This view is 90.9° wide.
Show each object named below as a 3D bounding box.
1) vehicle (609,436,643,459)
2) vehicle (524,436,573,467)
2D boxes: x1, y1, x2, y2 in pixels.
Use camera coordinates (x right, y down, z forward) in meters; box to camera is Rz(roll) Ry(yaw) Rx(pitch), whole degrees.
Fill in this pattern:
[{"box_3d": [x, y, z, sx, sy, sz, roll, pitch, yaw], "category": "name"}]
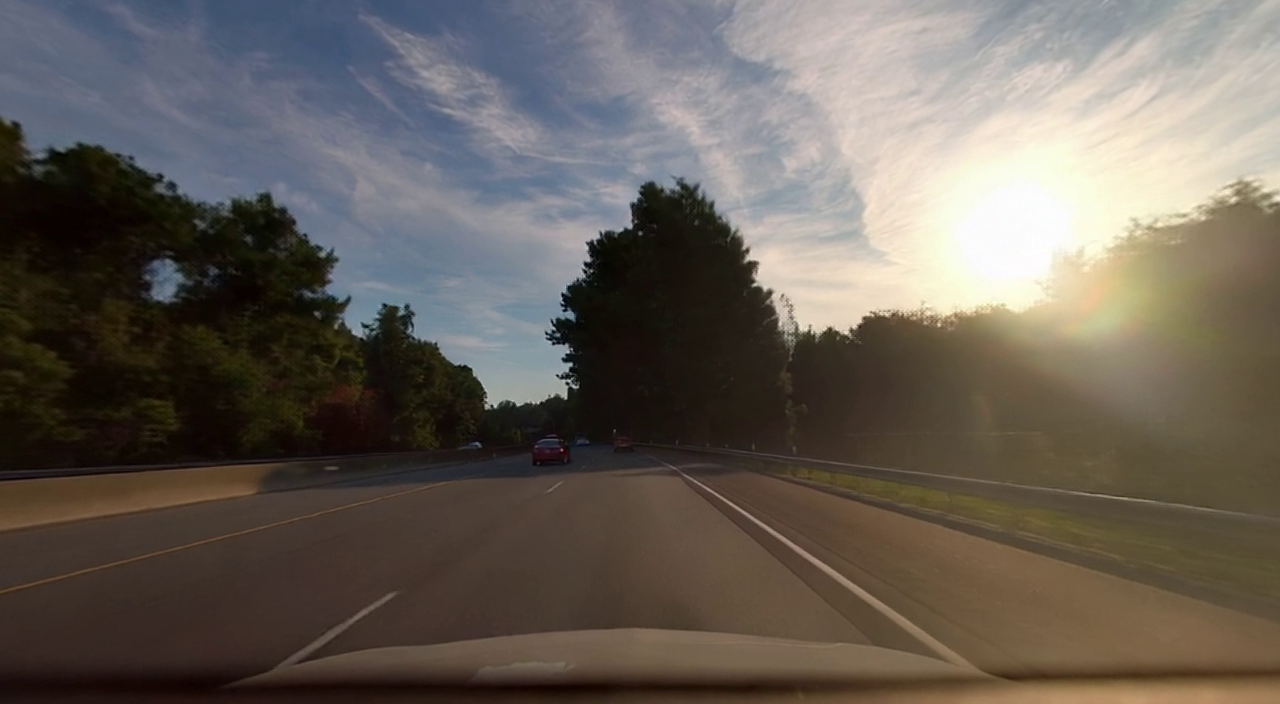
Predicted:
[{"box_3d": [-0.881, 6.396, 42.402, 2.162, 1.460, 4.242, 0, -8, 0], "category": "vehicle"}, {"box_3d": [-4.457, 4.866, 31.118, 1.907, 1.445, 4.049, 0, -8, -1], "category": "vehicle"}]
